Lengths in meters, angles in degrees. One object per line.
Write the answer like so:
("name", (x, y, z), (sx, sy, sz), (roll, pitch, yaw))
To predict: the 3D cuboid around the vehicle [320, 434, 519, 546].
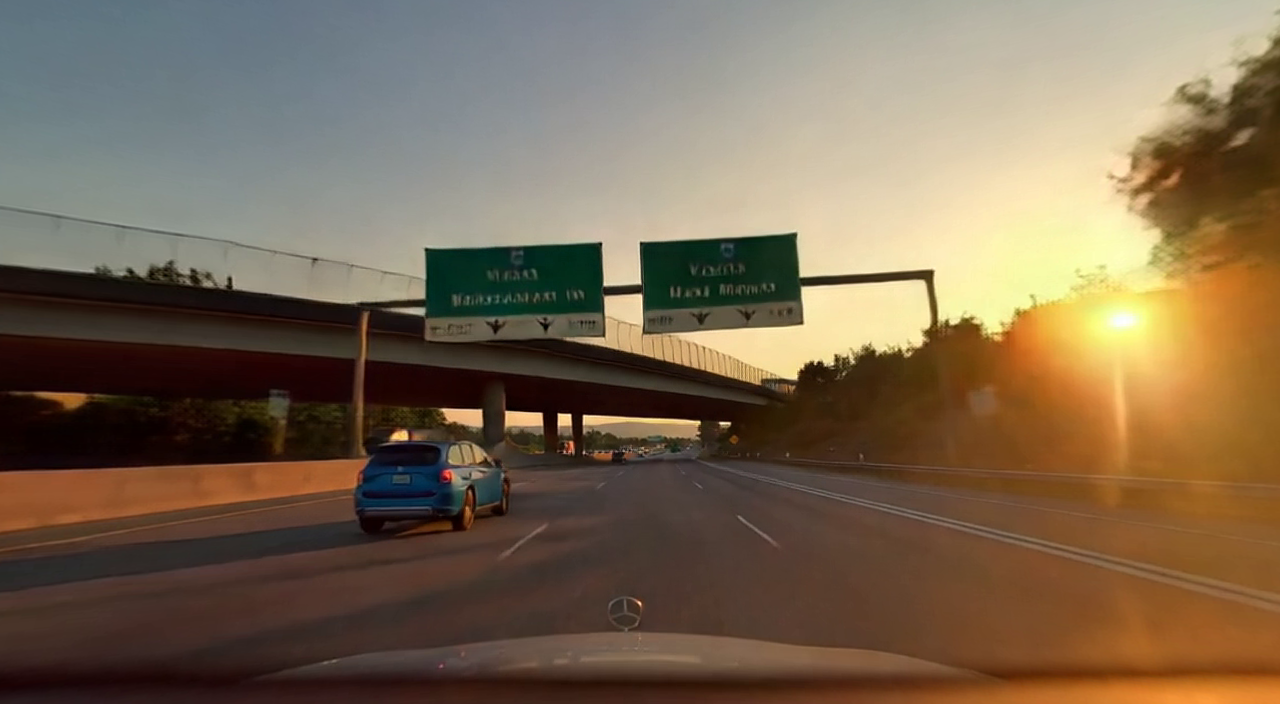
("vehicle", (-3.638, 2.342, 11.361), (2.016, 1.623, 4.126), (0, -9, 1))
